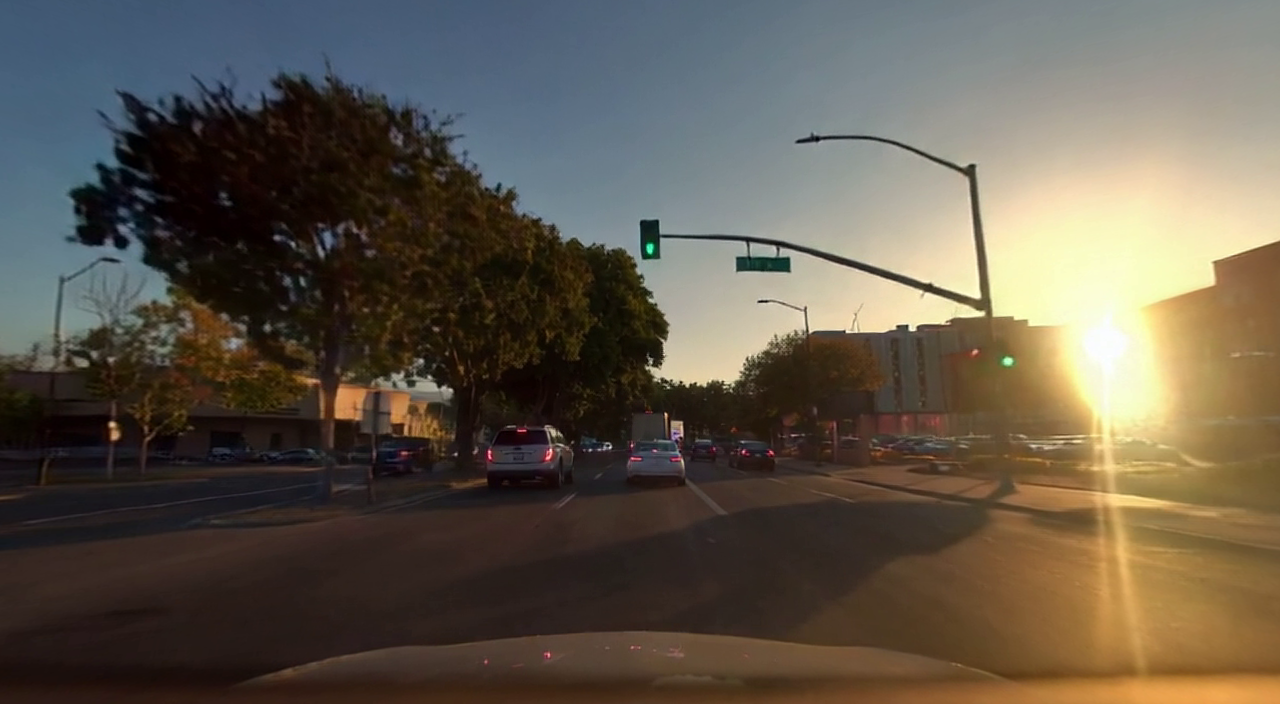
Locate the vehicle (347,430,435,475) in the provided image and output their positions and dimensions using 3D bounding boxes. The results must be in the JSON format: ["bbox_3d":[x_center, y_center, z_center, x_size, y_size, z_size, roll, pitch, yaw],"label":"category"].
[{"bbox_3d":[-11.679,4.760,30.024,2.165,1.926,4.899,0,-8,0],"label":"vehicle"}]

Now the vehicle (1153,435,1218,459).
[{"bbox_3d":[34.568,5.996,39.914,4.052,1.445,1.889,5,-10,-32],"label":"vehicle"}]

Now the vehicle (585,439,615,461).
[{"bbox_3d":[-2.920,7.274,46.852,1.902,1.522,3.523,0,-8,1],"label":"vehicle"}]

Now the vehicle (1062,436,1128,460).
[{"bbox_3d":[28.461,5.981,39.377,3.873,1.429,1.765,5,-10,-29],"label":"vehicle"}]

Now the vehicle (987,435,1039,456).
[{"bbox_3d":[28.873,7.210,48.744,3.799,1.541,1.747,5,-10,-30],"label":"vehicle"}]

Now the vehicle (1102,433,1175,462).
[{"bbox_3d":[29.314,5.587,37.018,4.225,1.502,1.915,3,-9,-32],"label":"vehicle"}]

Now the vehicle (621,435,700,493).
[{"bbox_3d":[0.537,3.237,18.604,2.061,1.494,4.079,0,-8,0],"label":"vehicle"}]

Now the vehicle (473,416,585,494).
[{"bbox_3d":[-3.031,2.984,18.526,2.289,1.935,5.227,0,-8,1],"label":"vehicle"}]

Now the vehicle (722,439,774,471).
[{"bbox_3d":[5.364,5.173,31.911,1.900,1.507,4.151,0,-8,0],"label":"vehicle"}]

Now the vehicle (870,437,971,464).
[{"bbox_3d":[15.650,5.487,35.265,4.756,1.422,1.831,0,-8,-1],"label":"vehicle"}]
